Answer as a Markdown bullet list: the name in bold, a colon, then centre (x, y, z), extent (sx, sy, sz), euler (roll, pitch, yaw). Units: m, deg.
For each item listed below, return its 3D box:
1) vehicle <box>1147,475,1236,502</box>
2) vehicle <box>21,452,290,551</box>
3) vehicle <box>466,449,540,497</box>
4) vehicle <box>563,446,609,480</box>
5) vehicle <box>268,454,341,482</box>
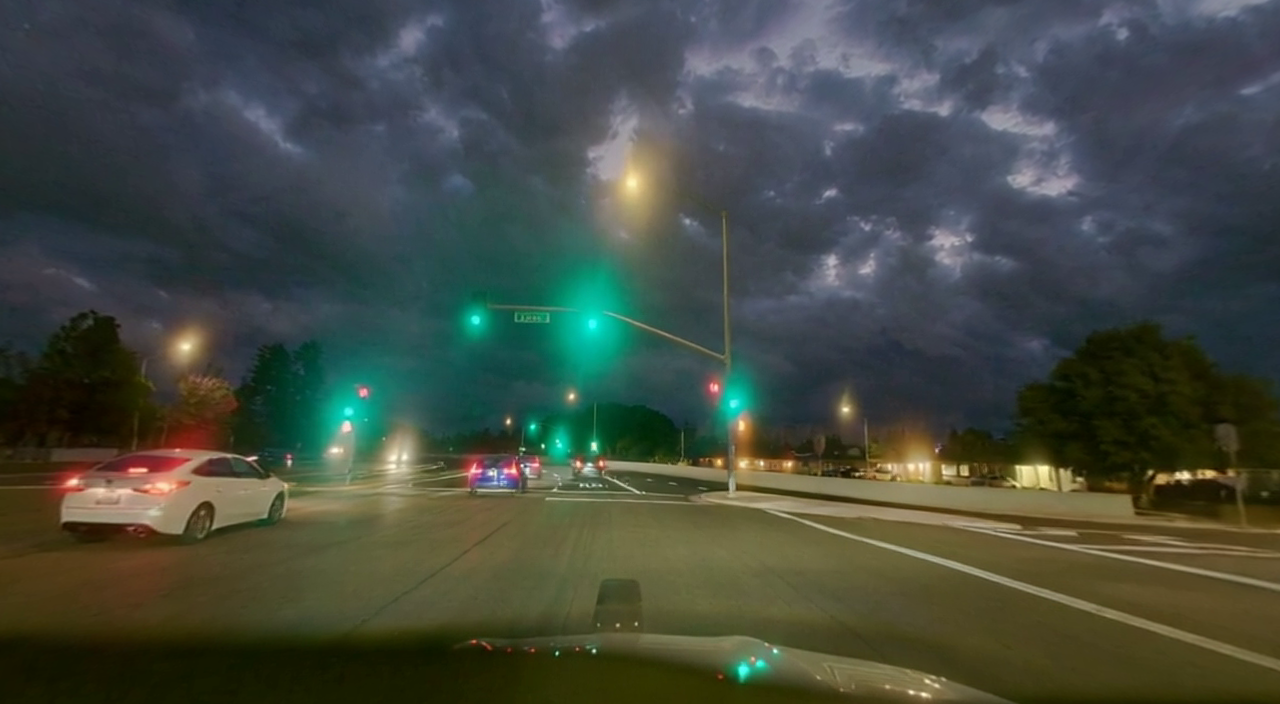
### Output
- **vehicle**: centre (36.493, 8.992, 41.968), extent (1.738, 1.496, 4.213), euler (1, -9, -8)
- **vehicle**: centre (-8.458, 2.584, 11.621), extent (1.889, 1.429, 4.029), euler (0, -9, -3)
- **vehicle**: centre (-5.128, 4.566, 24.276), extent (2.098, 1.613, 4.606), euler (0, -9, -4)
- **vehicle**: centre (-3.462, 6.873, 39.563), extent (2.526, 1.982, 5.294), euler (1, -9, -8)
- **vehicle**: centre (-19.151, 6.592, 36.275), extent (2.052, 1.450, 4.634), euler (1, -9, -6)
